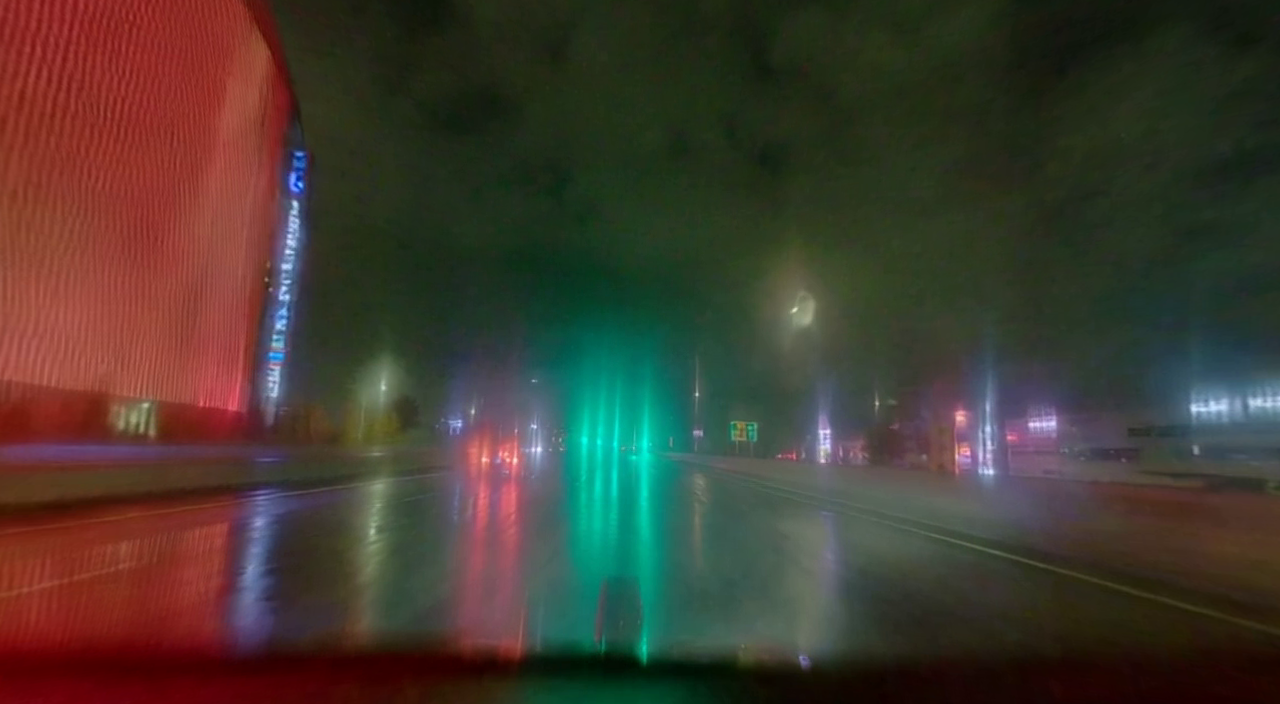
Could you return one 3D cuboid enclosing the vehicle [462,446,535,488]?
[{"bbox_3d":[-5.584,4.572,25.464,1.943,1.510,4.201,0,-9,0],"label":"vehicle"}]
